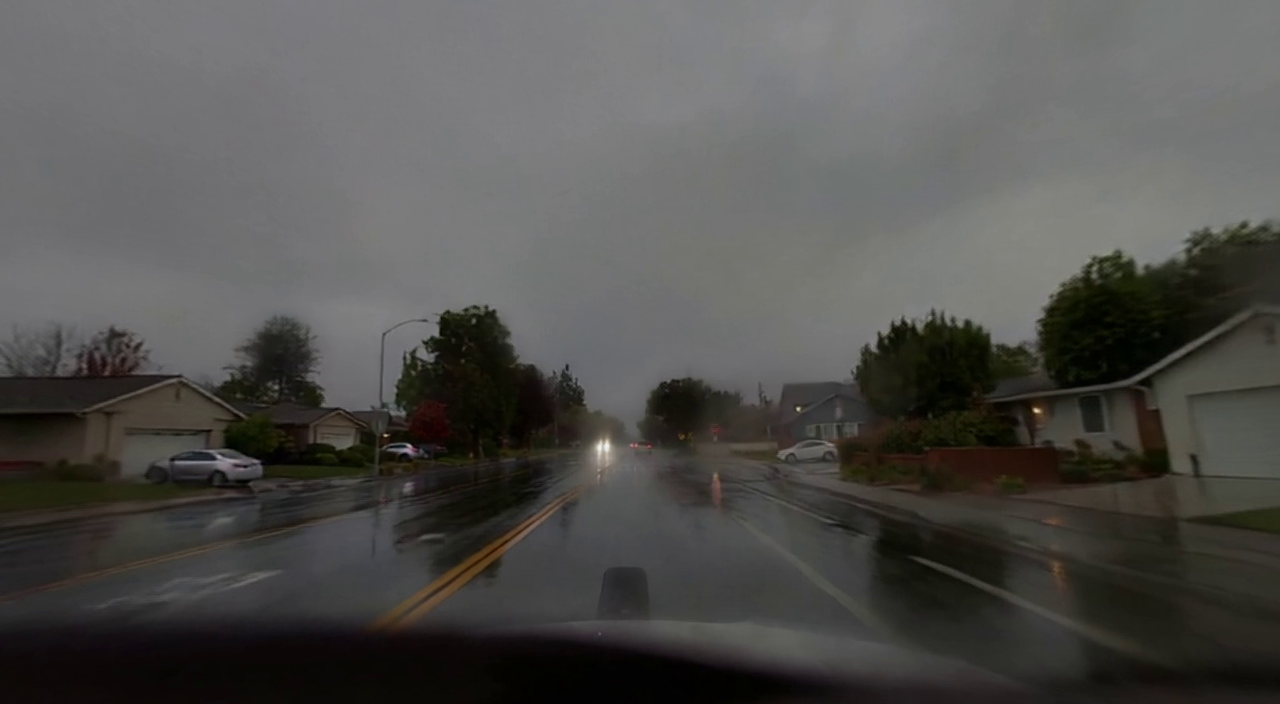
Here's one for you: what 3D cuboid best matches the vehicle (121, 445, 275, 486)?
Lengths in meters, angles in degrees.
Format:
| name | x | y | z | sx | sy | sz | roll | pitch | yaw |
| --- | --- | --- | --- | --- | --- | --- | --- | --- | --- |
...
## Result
| name | x | y | z | sx | sy | sz | roll | pitch | yaw |
| --- | --- | --- | --- | --- | --- | --- | --- | --- | --- |
| vehicle | -18.189 | 4.686 | 26.157 | 4.717 | 1.605 | 2.074 | 1 | -8 | -3 |

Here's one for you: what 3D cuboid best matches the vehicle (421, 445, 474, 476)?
| name | x | y | z | sx | sy | sz | roll | pitch | yaw |
| --- | --- | --- | --- | --- | --- | --- | --- | --- | --- |
| vehicle | -12.415 | 6.993 | 40.890 | 1.965 | 1.653 | 4.488 | -3 | -6 | 1 |

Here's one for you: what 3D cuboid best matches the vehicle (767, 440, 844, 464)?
| name | x | y | z | sx | sy | sz | roll | pitch | yaw |
| --- | --- | --- | --- | --- | --- | --- | --- | --- | --- |
| vehicle | 11.025 | 6.693 | 42.363 | 4.818 | 1.525 | 2.163 | -1 | -9 | 9 |
